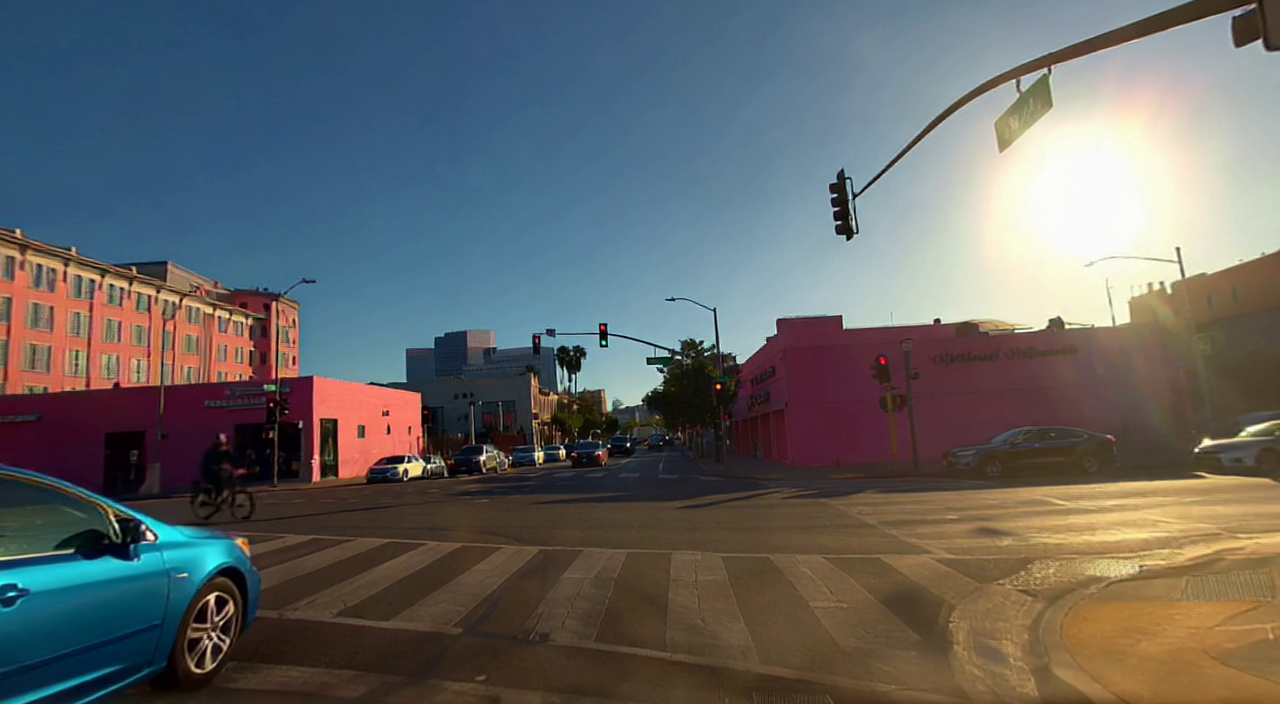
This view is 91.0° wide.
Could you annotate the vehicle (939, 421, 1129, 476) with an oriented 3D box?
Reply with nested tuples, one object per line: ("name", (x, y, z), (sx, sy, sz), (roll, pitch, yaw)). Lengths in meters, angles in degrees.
("vehicle", (11.581, 2.877, 18.792), (4.355, 1.546, 1.820), (-1, -9, 6))

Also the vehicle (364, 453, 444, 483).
("vehicle", (-12.561, 6.168, 33.875), (1.976, 1.425, 4.567), (-1, -9, 9))

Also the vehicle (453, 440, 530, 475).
("vehicle", (-8.373, 5.974, 36.045), (2.152, 1.825, 5.406), (-2, -9, 12))

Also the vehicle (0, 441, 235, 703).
("vehicle", (-3.691, 0.968, 2.156), (1.759, 1.325, 4.295), (0, -9, 0))

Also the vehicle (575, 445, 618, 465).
("vehicle", (-2.987, 7.185, 44.132), (1.743, 1.362, 4.350), (-2, -9, 14))

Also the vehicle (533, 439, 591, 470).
("vehicle", (-4.479, 5.976, 36.867), (1.928, 1.647, 4.575), (-2, -9, 13))
